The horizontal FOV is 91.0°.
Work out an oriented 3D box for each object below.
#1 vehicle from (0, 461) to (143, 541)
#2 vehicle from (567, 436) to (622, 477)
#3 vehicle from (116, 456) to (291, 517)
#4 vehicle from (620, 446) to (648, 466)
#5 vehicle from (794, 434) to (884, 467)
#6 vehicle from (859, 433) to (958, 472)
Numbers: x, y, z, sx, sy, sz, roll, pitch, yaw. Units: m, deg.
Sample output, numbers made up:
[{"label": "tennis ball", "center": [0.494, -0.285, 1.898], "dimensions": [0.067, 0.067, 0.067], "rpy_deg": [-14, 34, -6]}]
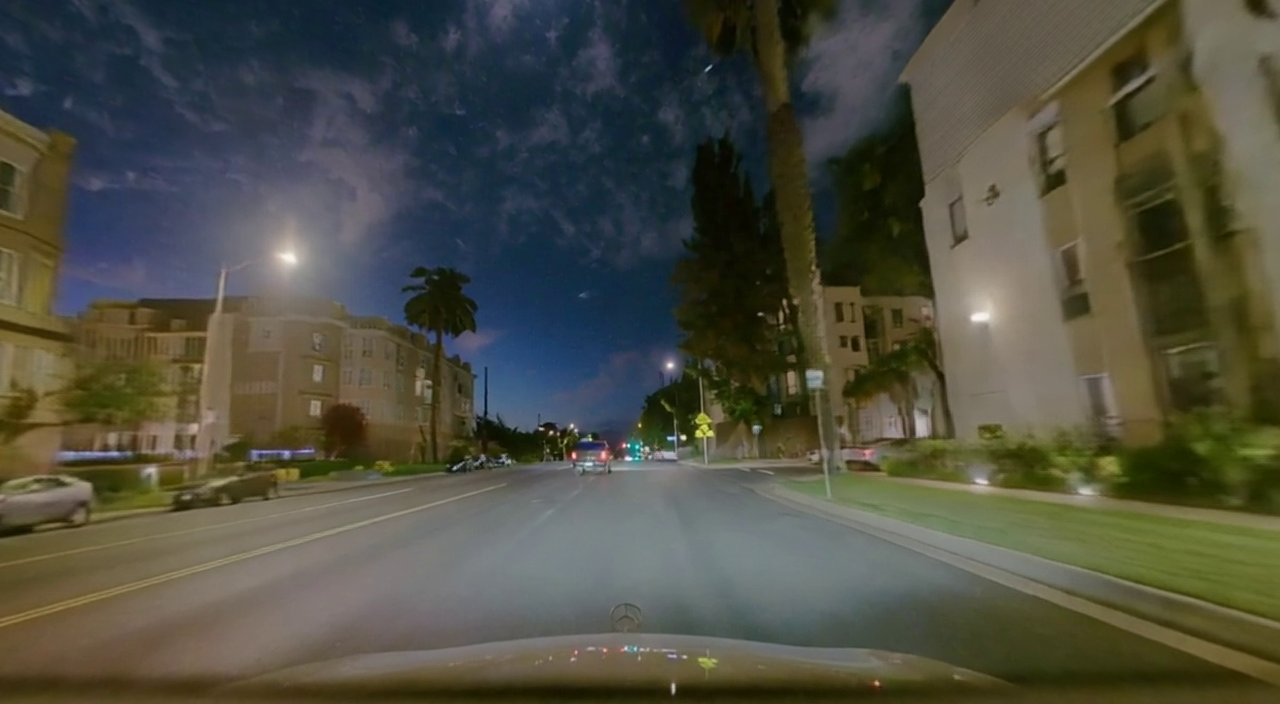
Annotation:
[{"label": "vehicle", "center": [-14.105, 3.436, 14.873], "dimensions": [1.784, 1.499, 3.854], "rpy_deg": [-2, -8, -4]}, {"label": "vehicle", "center": [-2.100, 5.028, 30.542], "dimensions": [1.994, 1.810, 5.057], "rpy_deg": [0, -9, 3]}, {"label": "vehicle", "center": [-14.263, 4.383, 21.116], "dimensions": [1.939, 1.512, 5.641], "rpy_deg": [-4, -8, -1]}, {"label": "vehicle", "center": [-0.478, 8.146, 49.544], "dimensions": [2.077, 1.504, 3.992], "rpy_deg": [0, -9, 0]}, {"label": "vehicle", "center": [12.467, 6.202, 39.656], "dimensions": [4.873, 1.624, 1.924], "rpy_deg": [-4, -9, -1]}, {"label": "vehicle", "center": [12.485, 4.698, 29.409], "dimensions": [3.778, 1.744, 1.804], "rpy_deg": [1, -9, -5]}]
